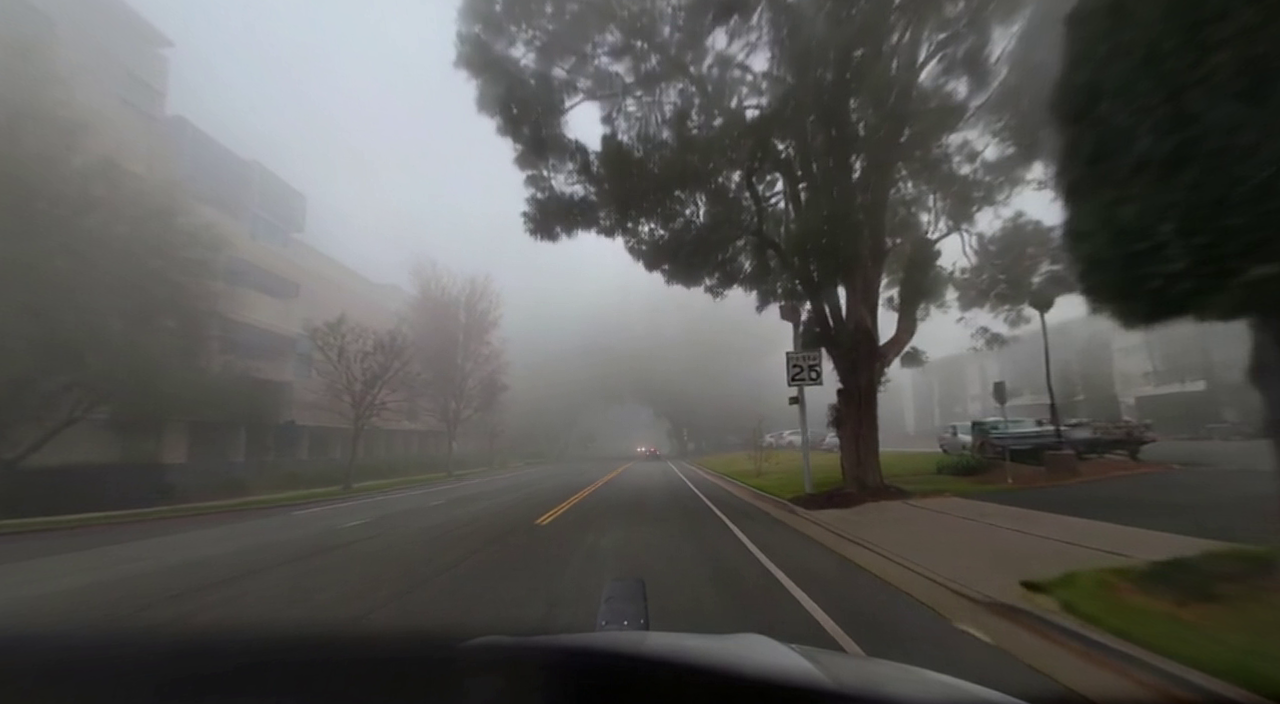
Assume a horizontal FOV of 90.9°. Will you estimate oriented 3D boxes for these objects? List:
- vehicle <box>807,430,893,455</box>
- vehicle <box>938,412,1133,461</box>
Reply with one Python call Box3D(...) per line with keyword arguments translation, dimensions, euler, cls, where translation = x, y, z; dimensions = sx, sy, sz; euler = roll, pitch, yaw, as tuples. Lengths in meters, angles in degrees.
Box3D(translation=(13.111, 5.679, 39.519), dimensions=(4.529, 1.490, 2.168), euler=(1, -9, -5), cls="vehicle")
Box3D(translation=(12.719, 2.776, 20.561), dimensions=(4.955, 1.489, 2.002), euler=(0, -9, 2), cls="vehicle")
